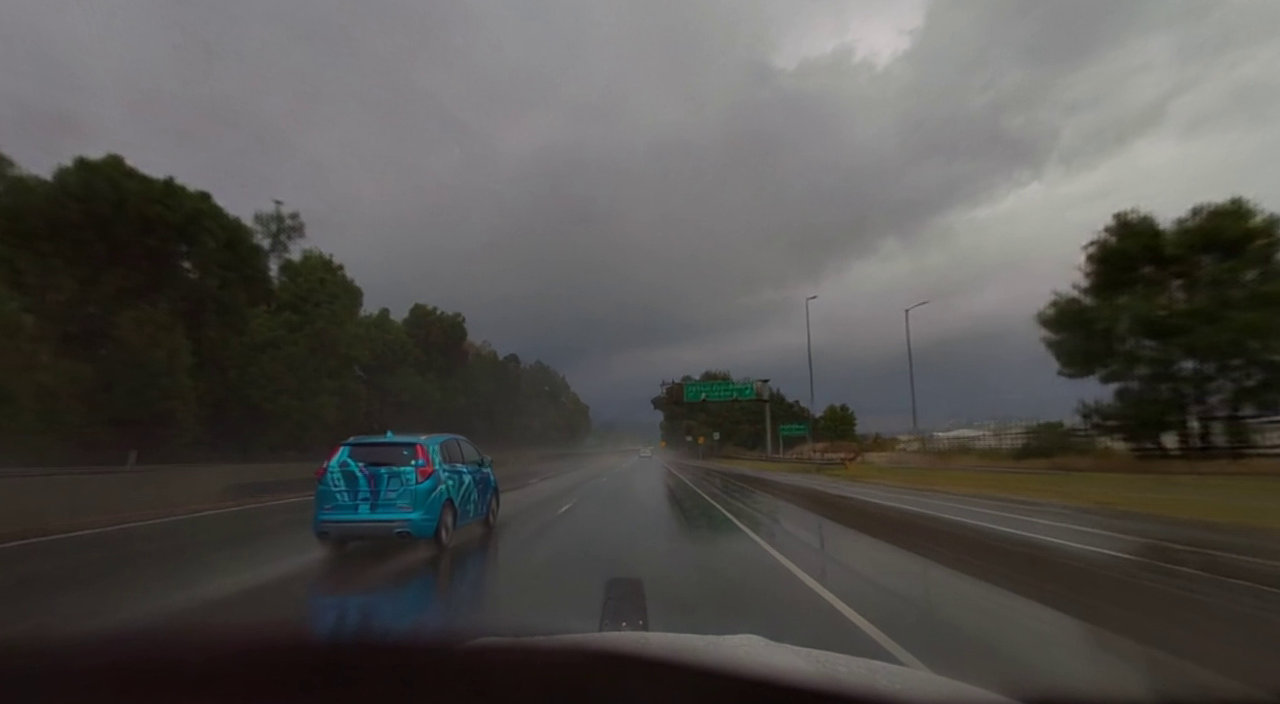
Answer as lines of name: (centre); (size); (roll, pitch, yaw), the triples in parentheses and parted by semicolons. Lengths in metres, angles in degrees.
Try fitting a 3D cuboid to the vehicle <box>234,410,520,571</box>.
vehicle: (-3.433, 1.918, 9.554); (2.183, 1.803, 4.685); (0, -8, 2)
